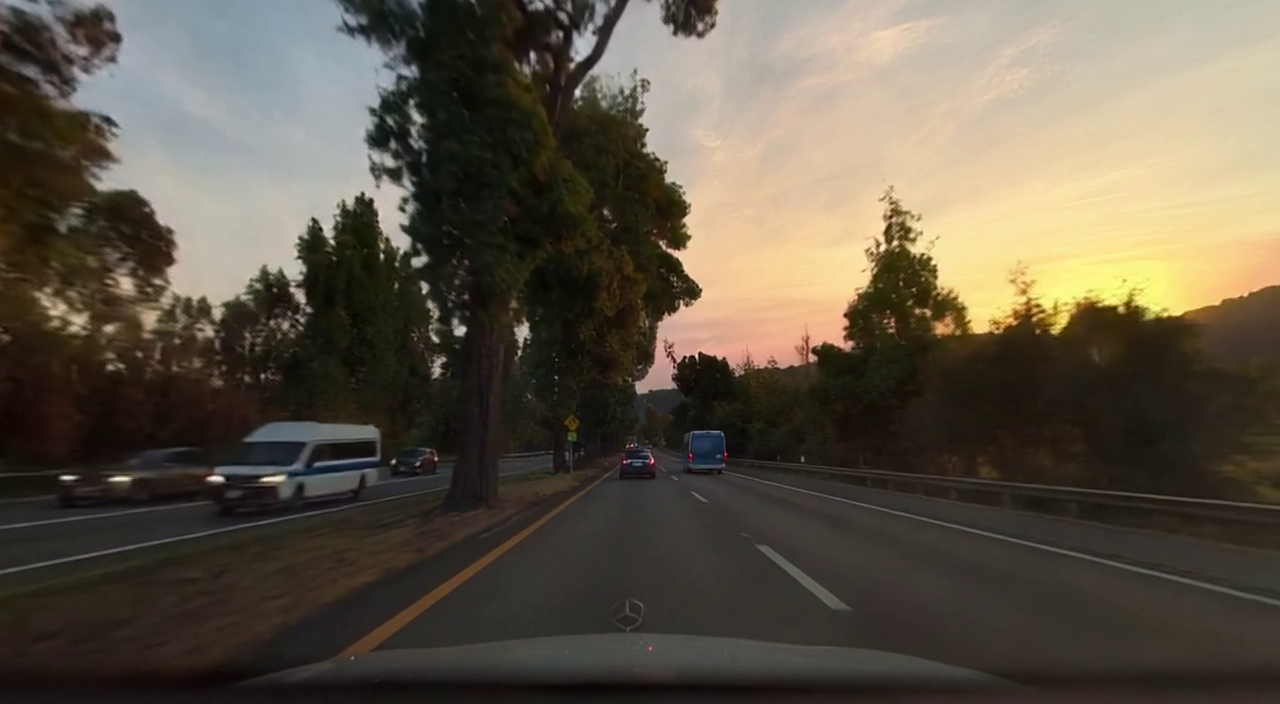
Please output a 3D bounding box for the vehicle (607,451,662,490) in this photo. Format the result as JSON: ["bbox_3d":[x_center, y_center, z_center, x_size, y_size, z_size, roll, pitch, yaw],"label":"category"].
[{"bbox_3d":[-0.201,4.722,25.501,2.037,1.417,3.885,0,-9,0],"label":"vehicle"}]

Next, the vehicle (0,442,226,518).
[{"bbox_3d":[-11.484,2.778,14.157,1.752,1.442,3.808,0,-9,0],"label":"vehicle"}]

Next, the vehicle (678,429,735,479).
[{"bbox_3d":[3.726,5.869,36.427,2.513,2.633,5.930,0,-9,-1],"label":"vehicle"}]

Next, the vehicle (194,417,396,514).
[{"bbox_3d":[-7.768,2.627,14.964,2.023,1.871,4.993,0,-9,-1],"label":"vehicle"}]
